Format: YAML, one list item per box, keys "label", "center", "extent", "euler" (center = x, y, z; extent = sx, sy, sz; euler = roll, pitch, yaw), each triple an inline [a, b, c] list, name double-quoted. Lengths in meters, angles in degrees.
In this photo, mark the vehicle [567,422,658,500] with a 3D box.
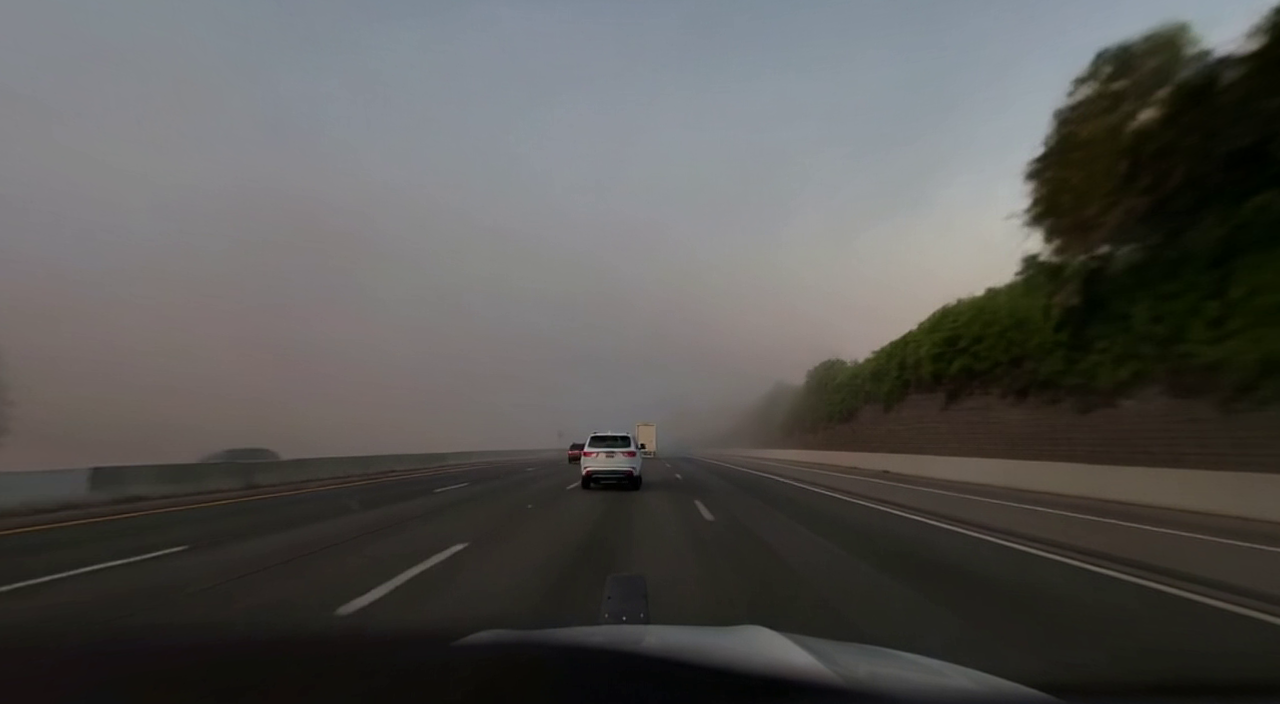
- label: "vehicle"
  center: [-0.603, 2.868, 16.977]
  extent: [2.114, 1.787, 4.365]
  euler: [0, -8, 1]
